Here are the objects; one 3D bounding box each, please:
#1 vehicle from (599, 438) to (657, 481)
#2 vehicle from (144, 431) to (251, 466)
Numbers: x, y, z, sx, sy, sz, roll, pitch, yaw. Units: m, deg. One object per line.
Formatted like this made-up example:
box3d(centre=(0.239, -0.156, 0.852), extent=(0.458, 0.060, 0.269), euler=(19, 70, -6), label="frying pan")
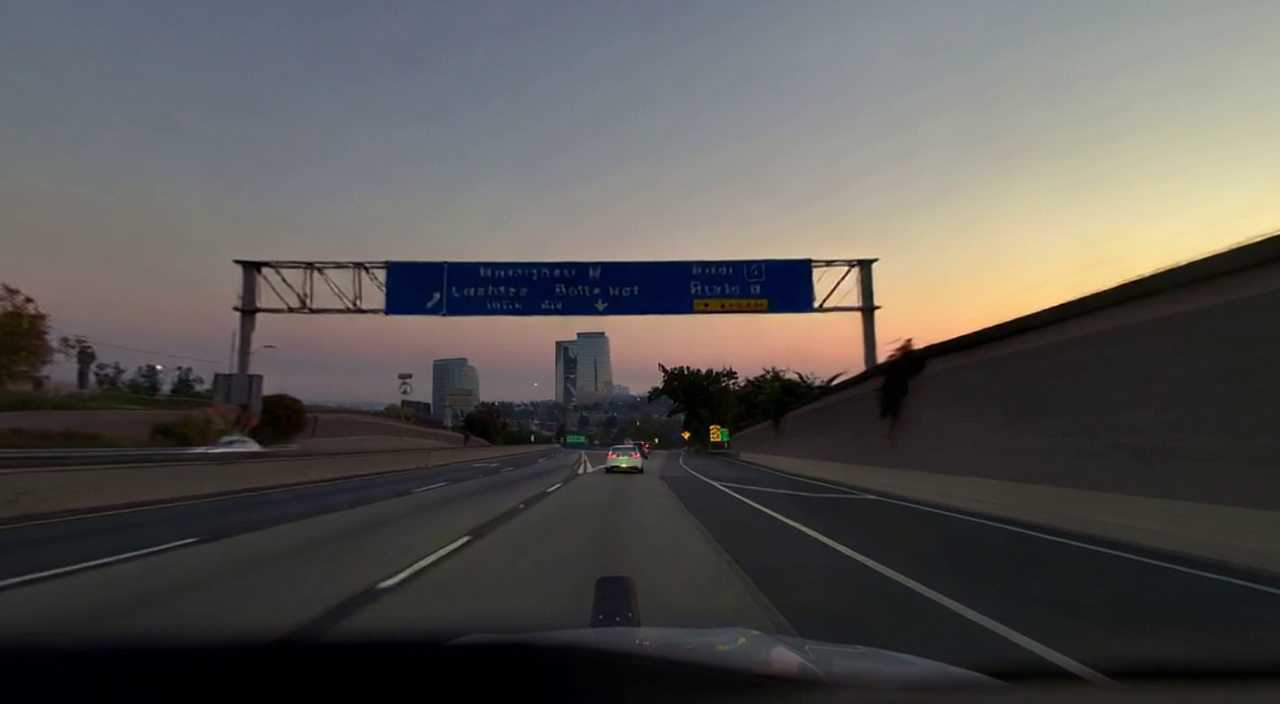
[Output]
box3d(centre=(-0.391, 4.136, 24.405), extent=(2.055, 1.509, 4.255), euler=(0, -9, 1), label="vehicle")
box3d(centre=(-21.902, 4.839, 31.304), extent=(1.957, 1.597, 4.605), euler=(0, -9, 1), label="vehicle")
